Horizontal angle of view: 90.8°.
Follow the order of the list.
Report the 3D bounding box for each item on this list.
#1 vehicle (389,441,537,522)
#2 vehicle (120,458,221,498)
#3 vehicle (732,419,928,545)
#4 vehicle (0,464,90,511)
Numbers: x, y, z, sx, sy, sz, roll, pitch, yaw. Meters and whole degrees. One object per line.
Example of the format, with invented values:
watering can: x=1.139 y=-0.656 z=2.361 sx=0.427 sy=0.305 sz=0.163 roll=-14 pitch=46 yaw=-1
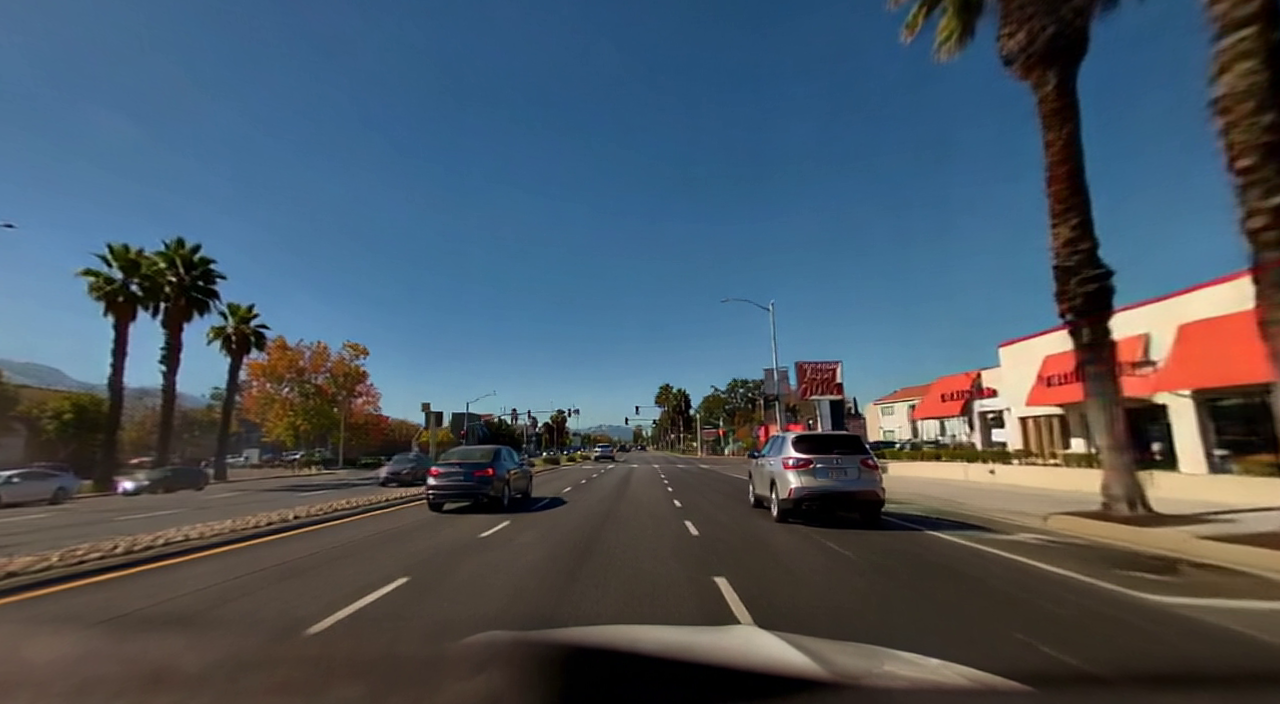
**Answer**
vehicle: x=-3.650 y=2.743 z=13.900 sx=2.034 sy=1.498 sz=3.995 roll=0 pitch=-9 yaw=1
vehicle: x=-22.964 y=6.133 z=31.106 sx=1.868 sy=1.602 sz=4.102 roll=-3 pitch=-8 yaw=-1
vehicle: x=2.934 y=2.121 z=10.893 sx=1.982 sy=1.711 sz=4.276 roll=0 pitch=-9 yaw=-1
vehicle: x=-22.868 y=4.914 z=22.893 sx=1.926 sy=1.483 sz=4.349 roll=-2 pitch=-9 yaw=1
